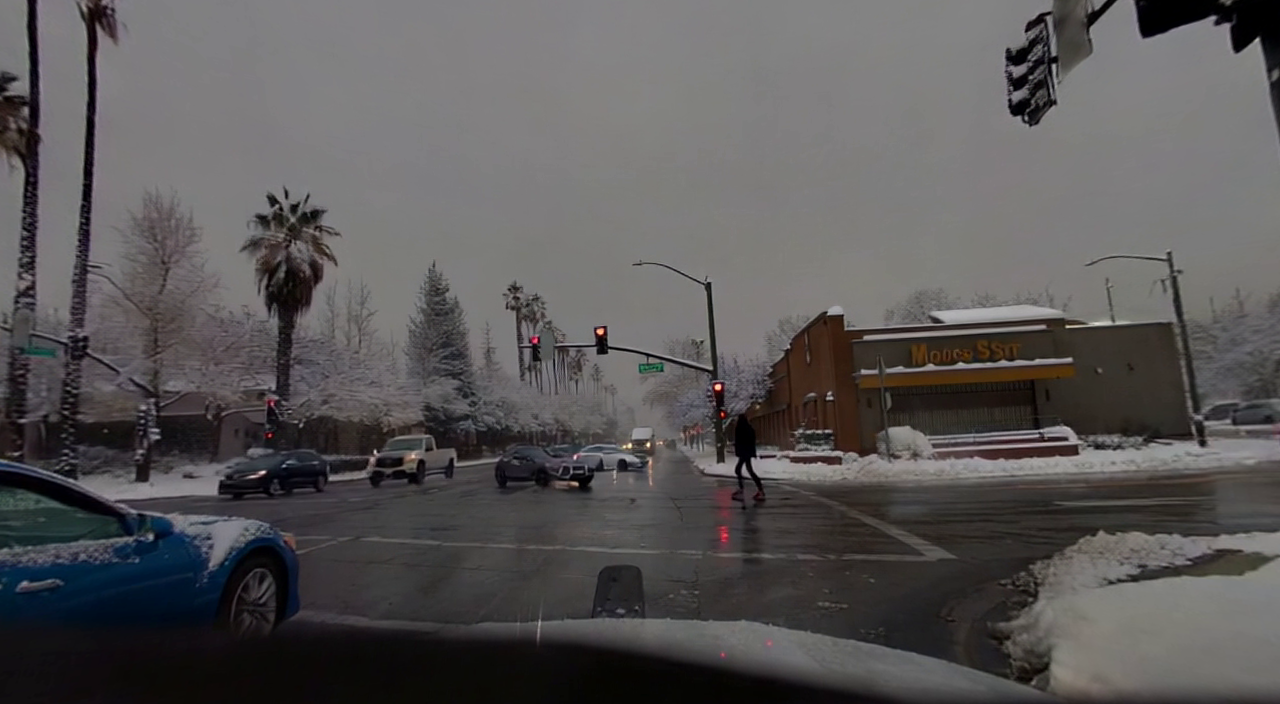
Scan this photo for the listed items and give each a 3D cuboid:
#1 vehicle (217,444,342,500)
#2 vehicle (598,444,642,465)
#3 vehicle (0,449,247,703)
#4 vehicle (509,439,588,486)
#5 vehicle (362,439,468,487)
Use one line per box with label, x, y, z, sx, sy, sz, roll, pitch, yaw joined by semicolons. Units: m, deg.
vehicle;-13.135;4.394;23.398;1.870;1.705;4.426;-6;-10;3
vehicle;-1.534;7.992;49.582;2.181;1.549;4.345;-3;-9;17
vehicle;-3.697;1.018;2.242;1.850;1.325;4.295;0;-9;0
vehicle;-3.361;3.889;22.493;1.839;1.468;4.549;3;-9;-20
vehicle;-9.294;4.676;26.750;2.050;1.792;5.507;-1;-9;5
